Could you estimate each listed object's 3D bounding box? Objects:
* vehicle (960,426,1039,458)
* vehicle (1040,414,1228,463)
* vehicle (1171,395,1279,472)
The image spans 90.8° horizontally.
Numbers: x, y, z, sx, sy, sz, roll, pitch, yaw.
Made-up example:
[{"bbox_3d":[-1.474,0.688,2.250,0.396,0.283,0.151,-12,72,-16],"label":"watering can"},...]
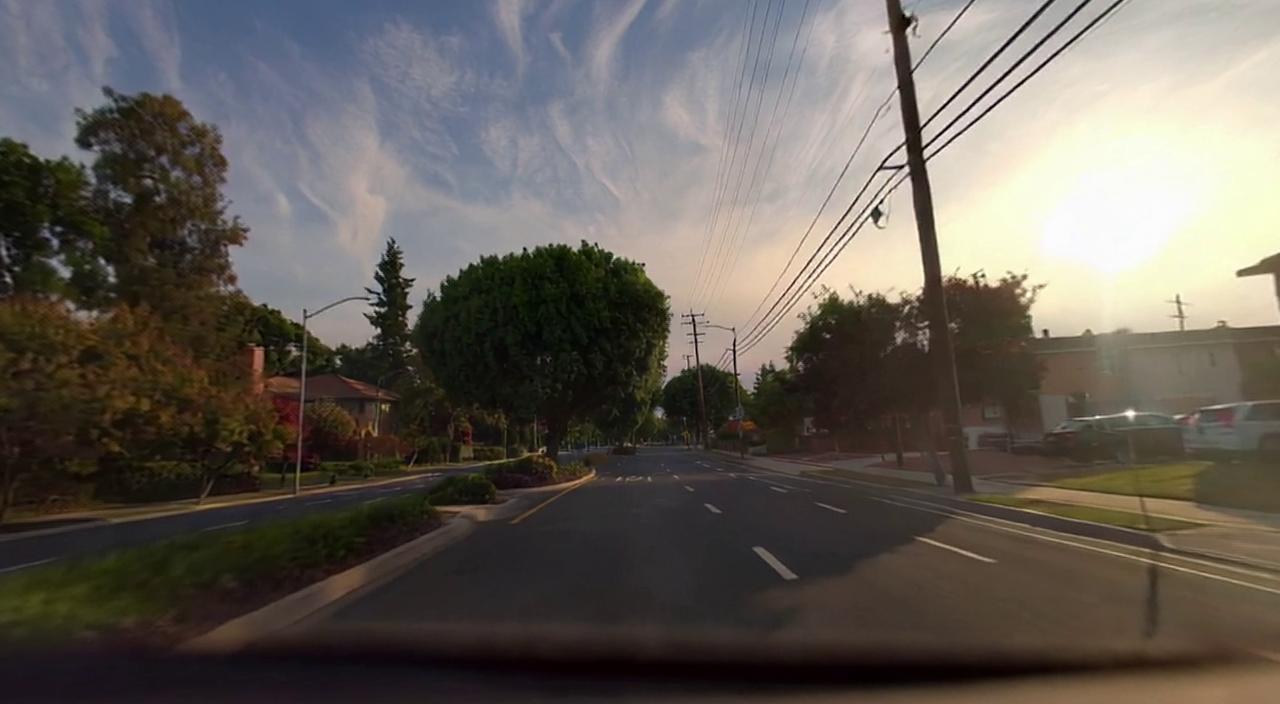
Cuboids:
[{"bbox_3d":[22.101,5.567,39.057,1.960,1.873,4.839,0,-8,-1],"label":"vehicle"},{"bbox_3d":[16.590,2.924,21.399,4.681,1.541,2.049,0,-8,-3],"label":"vehicle"},{"bbox_3d":[16.762,2.062,15.886,4.833,1.786,2.136,0,-8,0],"label":"vehicle"}]
